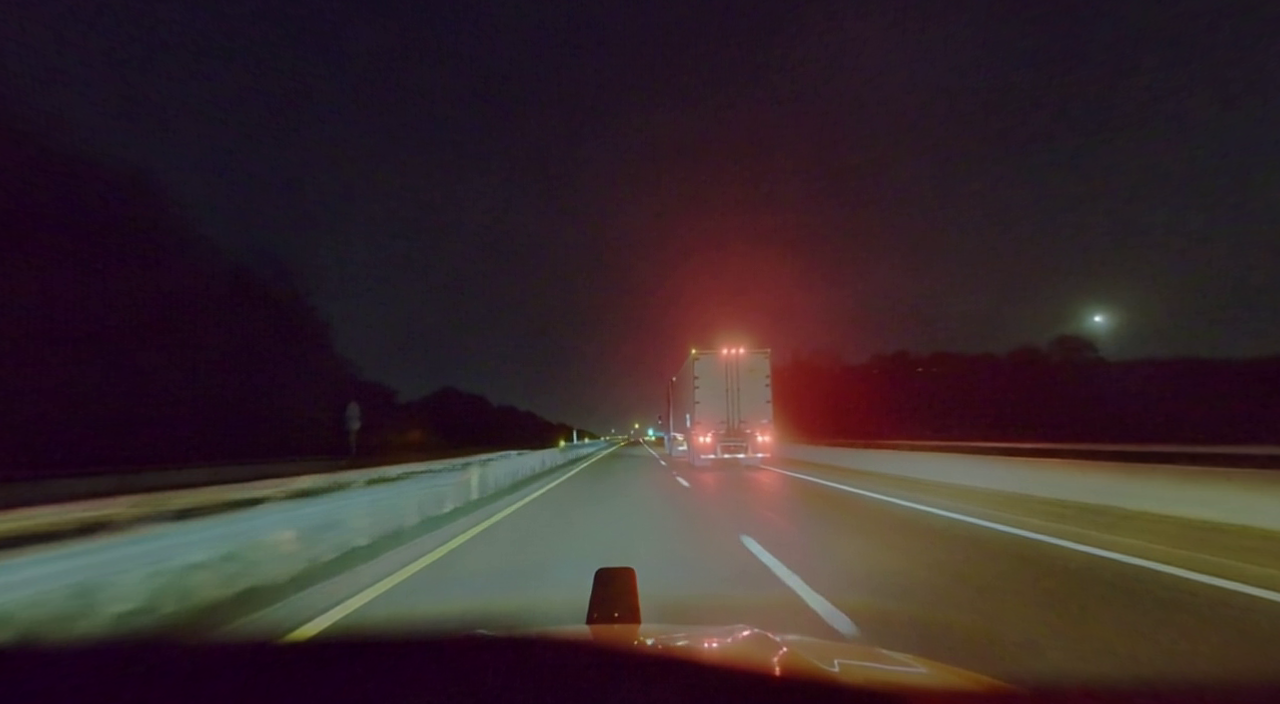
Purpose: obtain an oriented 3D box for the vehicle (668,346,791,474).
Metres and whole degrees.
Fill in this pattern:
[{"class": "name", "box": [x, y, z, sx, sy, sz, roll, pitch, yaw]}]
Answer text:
[{"class": "vehicle", "box": [3.104, 2.701, 26.627, 2.924, 4.024, 13.639, 0, -8, -1]}]
